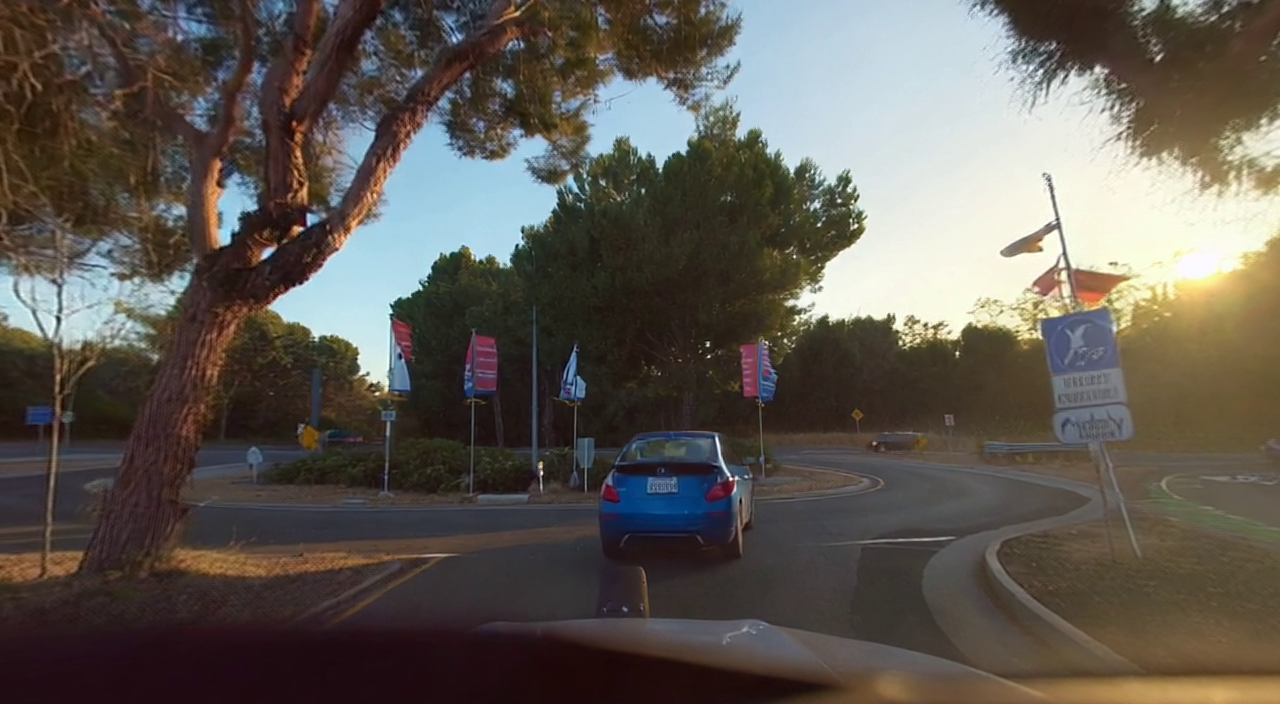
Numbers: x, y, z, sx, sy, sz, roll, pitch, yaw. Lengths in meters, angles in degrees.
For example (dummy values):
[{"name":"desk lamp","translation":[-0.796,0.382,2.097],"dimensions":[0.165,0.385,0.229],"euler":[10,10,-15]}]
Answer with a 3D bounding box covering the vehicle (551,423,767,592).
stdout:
[{"name":"vehicle","translation":[0.540,1.842,8.289],"dimensions":[2.078,1.607,4.010],"euler":[-2,-9,12]}]
